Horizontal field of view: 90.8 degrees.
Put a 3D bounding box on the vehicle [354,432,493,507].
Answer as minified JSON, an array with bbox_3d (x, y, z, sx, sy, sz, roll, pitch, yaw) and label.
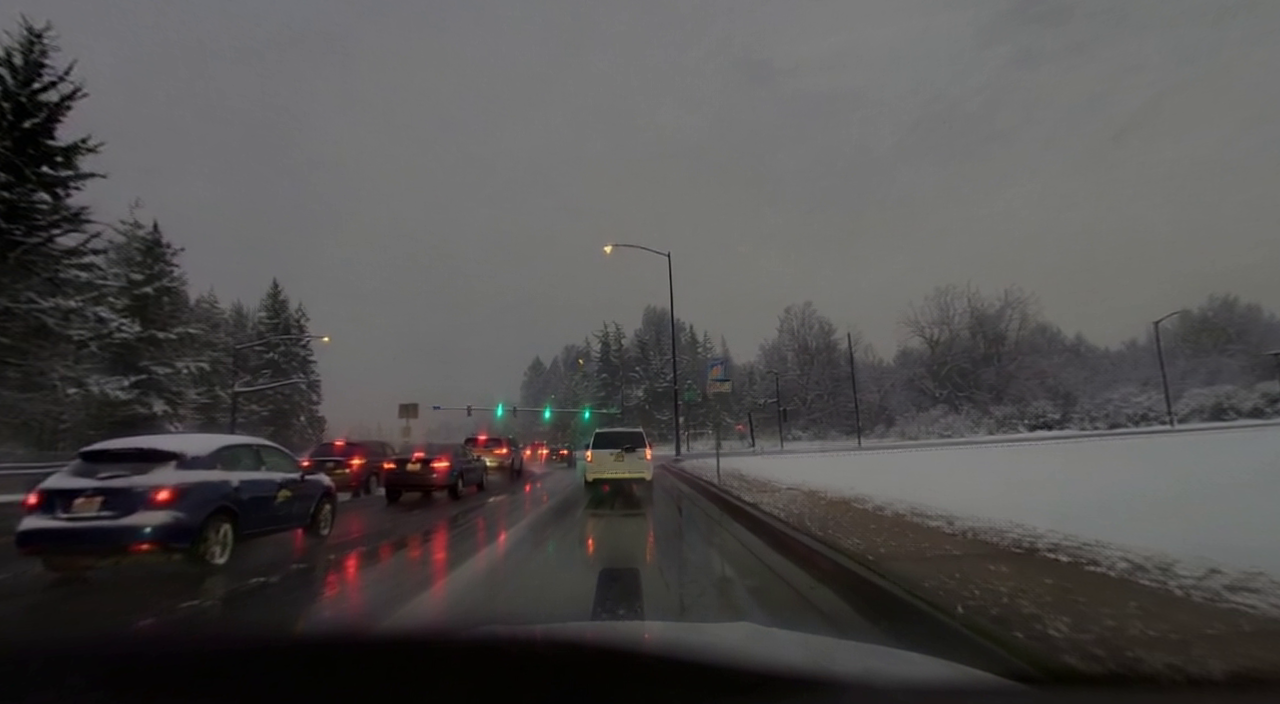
[{"bbox_3d":[-5.477,3.024,16.723,2.010,1.674,4.484,0,-9,1],"label":"vehicle"}]

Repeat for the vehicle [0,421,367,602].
[{"bbox_3d":[-5.336,1.760,7.845,2.069,1.616,4.108,0,-9,-1],"label":"vehicle"}]

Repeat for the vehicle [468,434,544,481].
[{"bbox_3d":[-5.509,4.421,26.711,2.188,1.774,4.477,0,-9,1],"label":"vehicle"}]

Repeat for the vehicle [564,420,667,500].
[{"bbox_3d":[-0.642,2.824,16.806,2.368,1.829,4.293,0,-9,-2],"label":"vehicle"}]
